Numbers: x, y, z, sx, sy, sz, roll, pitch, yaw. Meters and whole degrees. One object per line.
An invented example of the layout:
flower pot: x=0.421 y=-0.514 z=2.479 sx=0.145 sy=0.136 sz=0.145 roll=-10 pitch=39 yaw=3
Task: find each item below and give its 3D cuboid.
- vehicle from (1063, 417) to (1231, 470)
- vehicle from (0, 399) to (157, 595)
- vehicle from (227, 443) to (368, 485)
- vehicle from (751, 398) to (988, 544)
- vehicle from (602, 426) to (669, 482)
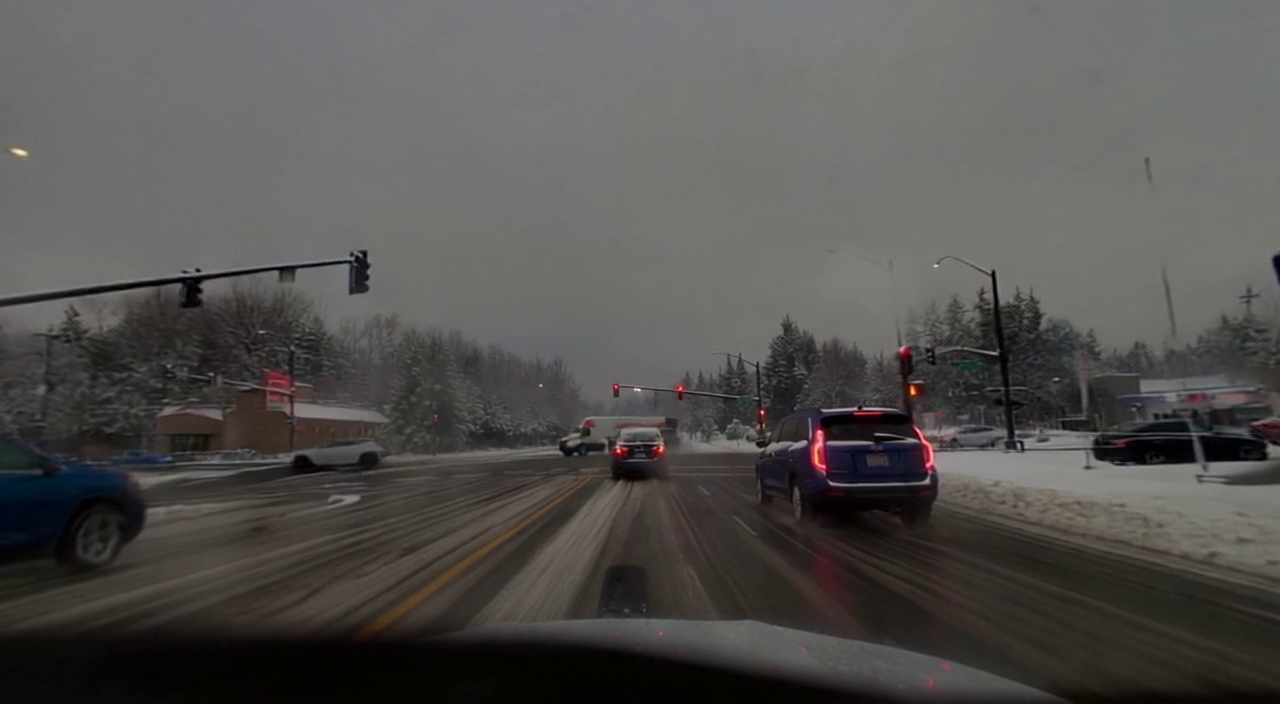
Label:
vehicle: x=16.690 y=3.031 z=20.928 sx=3.848 sy=1.674 sz=1.887 roll=0 pitch=-9 yaw=2
vehicle: x=-6.886 y=1.223 z=5.086 sx=2.011 sy=1.774 sz=4.866 roll=0 pitch=-8 yaw=1
vehicle: x=-13.629 y=4.455 z=25.465 sx=1.835 sy=1.485 sz=4.788 roll=-4 pitch=-9 yaw=24
vehicle: x=3.215 y=1.791 z=10.004 sx=2.083 sy=1.779 sz=4.347 roll=0 pitch=-8 yaw=0
vehicle: x=-0.107 y=3.466 z=21.565 sx=2.067 sy=1.702 sz=3.987 roll=0 pitch=-8 yaw=1
